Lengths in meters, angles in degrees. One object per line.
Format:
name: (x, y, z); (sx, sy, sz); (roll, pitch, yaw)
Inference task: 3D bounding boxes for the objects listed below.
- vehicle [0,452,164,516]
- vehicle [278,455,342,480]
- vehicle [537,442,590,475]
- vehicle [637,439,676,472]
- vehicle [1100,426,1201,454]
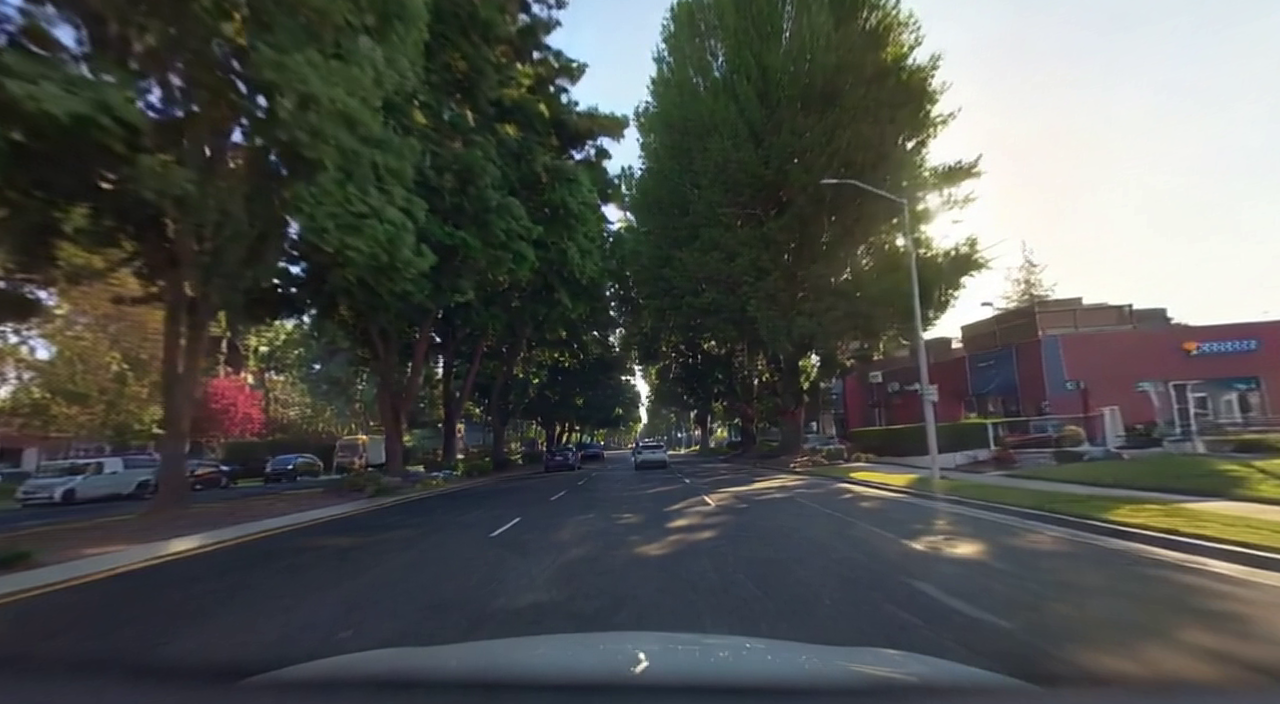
vehicle: (-18.613, 4.143, 20.454); (2.021, 1.732, 5.410); (0, -8, 1)
vehicle: (-22.408, 7.826, 42.969); (1.849, 1.568, 4.397); (0, -8, 2)
vehicle: (-3.627, 5.108, 30.521); (1.908, 1.481, 4.536); (0, -8, 1)
vehicle: (0.802, 5.397, 33.036); (1.922, 1.579, 3.642); (0, -8, -1)
vehicle: (32.933, 5.702, 40.725); (4.458, 1.761, 2.424); (1, -8, -4)
